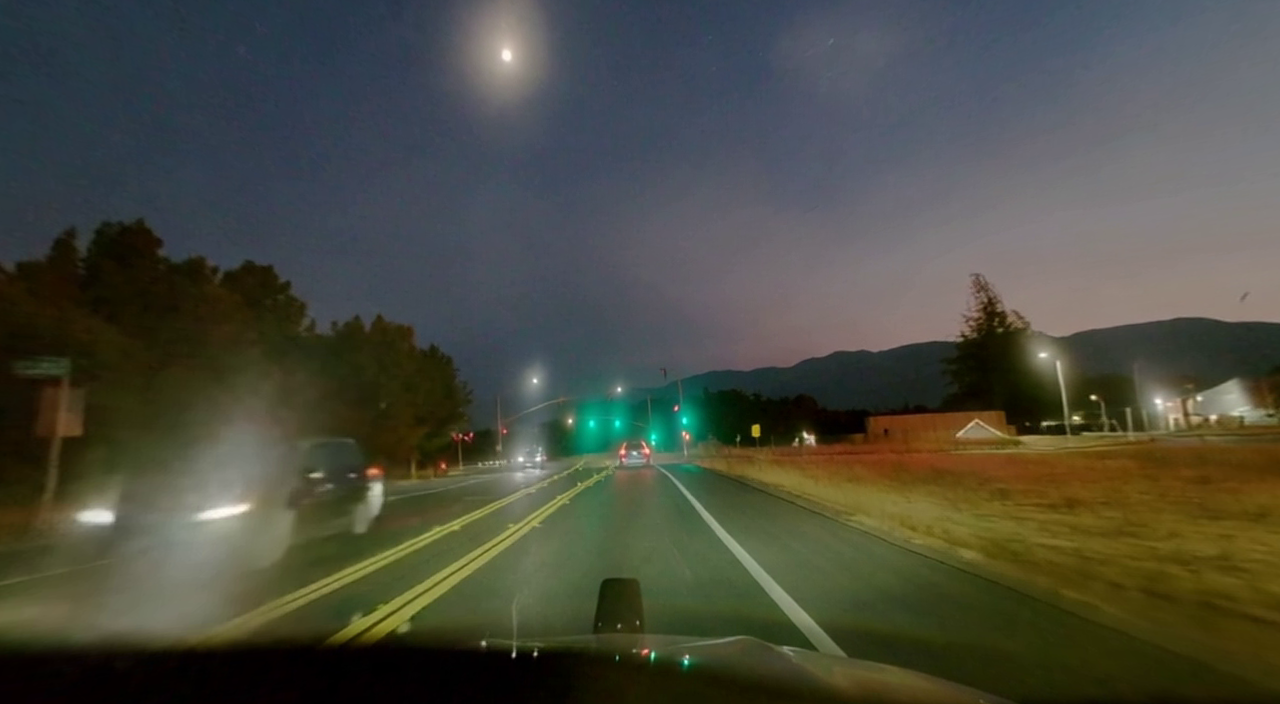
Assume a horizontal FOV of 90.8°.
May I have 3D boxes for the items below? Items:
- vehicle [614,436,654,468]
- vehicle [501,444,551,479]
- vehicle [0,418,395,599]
[{"bbox_3d":[-0.428,6.921,43.860,2.574,2.059,5.331,0,-9,-1],"label":"vehicle"},{"bbox_3d":[-6.924,6.667,38.865,2.378,1.853,4.847,-3,-9,-3],"label":"vehicle"},{"bbox_3d":[-5.360,1.878,8.550,2.347,1.720,4.687,0,-9,-2],"label":"vehicle"}]
